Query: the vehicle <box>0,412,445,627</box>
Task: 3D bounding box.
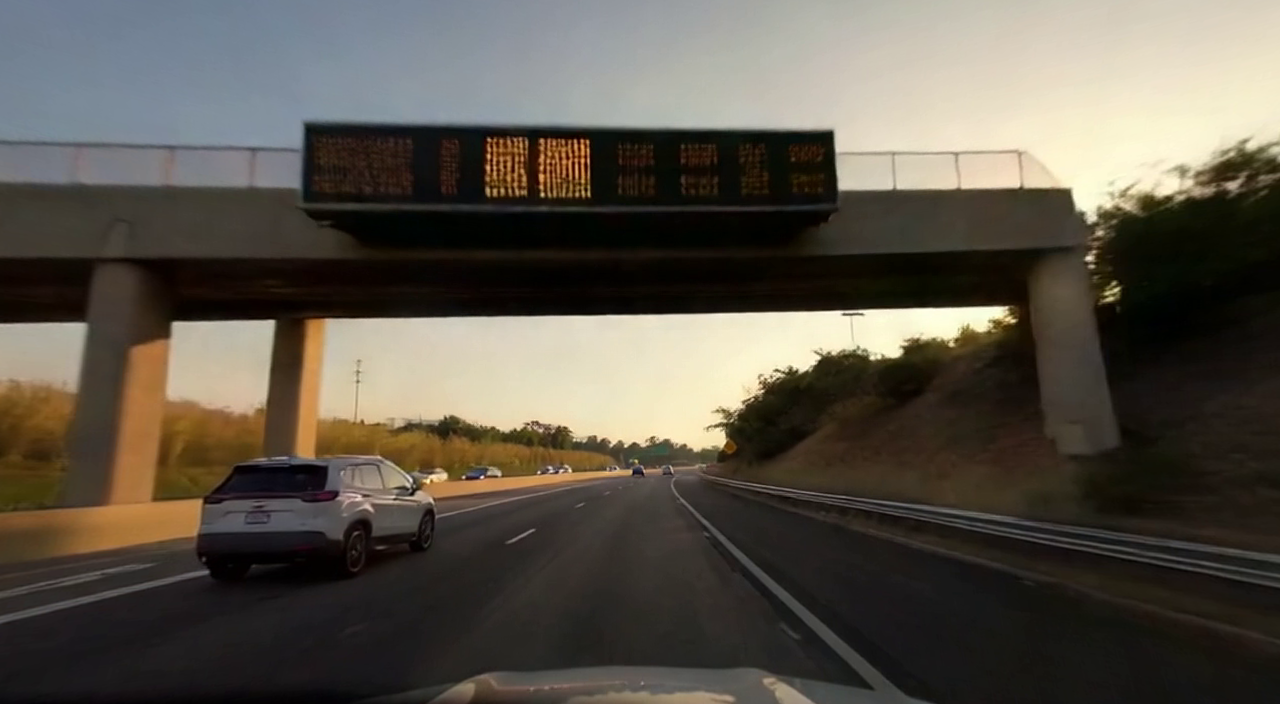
[{"bbox_3d":[-4.185,1.798,7.529,2.141,1.697,4.641,1,-11,1],"label":"vehicle"}]
